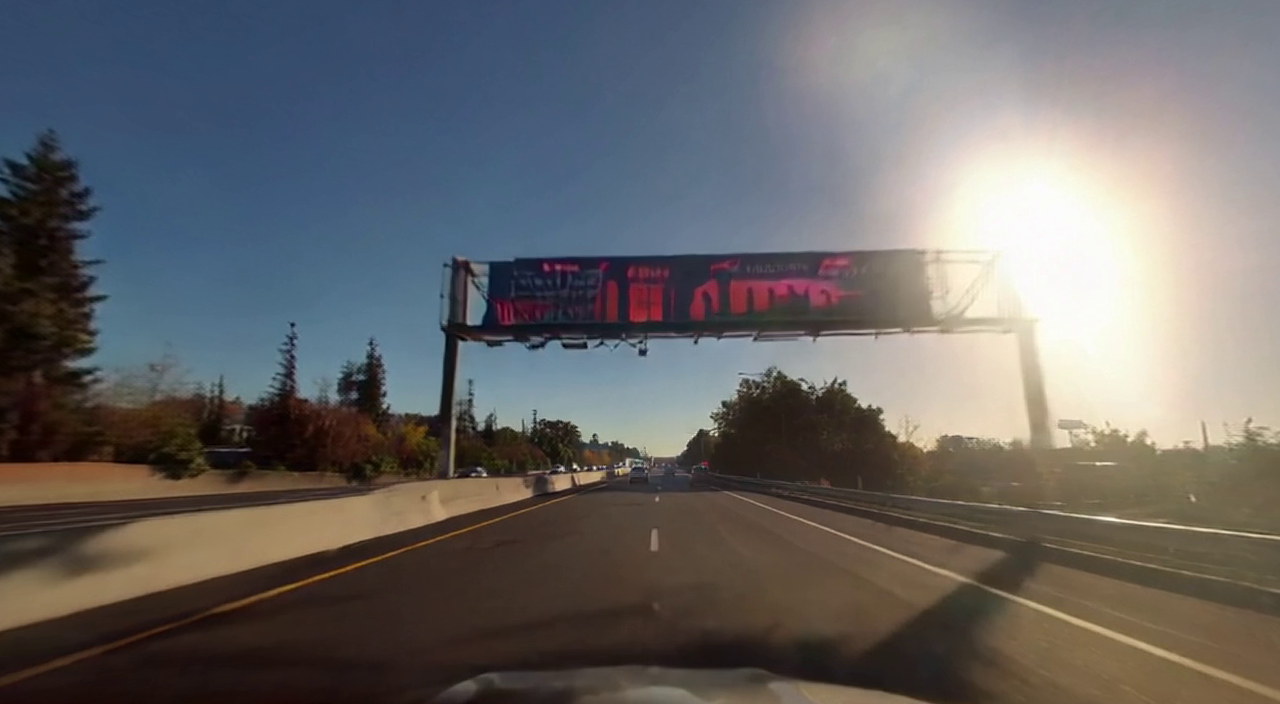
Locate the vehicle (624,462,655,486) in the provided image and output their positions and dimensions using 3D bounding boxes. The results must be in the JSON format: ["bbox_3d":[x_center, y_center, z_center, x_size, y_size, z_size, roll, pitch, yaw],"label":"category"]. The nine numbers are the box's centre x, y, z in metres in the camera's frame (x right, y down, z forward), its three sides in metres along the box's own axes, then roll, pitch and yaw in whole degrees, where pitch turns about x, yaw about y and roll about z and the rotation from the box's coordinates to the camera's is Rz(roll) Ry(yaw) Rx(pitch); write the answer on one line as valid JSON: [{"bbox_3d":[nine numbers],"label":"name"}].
[{"bbox_3d":[0.008,9.517,49.278,2.160,1.721,4.368,0,-10,3],"label":"vehicle"}]

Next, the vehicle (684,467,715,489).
[{"bbox_3d":[4.268,9.172,46.028,1.937,1.467,4.061,1,-10,1],"label":"vehicle"}]
